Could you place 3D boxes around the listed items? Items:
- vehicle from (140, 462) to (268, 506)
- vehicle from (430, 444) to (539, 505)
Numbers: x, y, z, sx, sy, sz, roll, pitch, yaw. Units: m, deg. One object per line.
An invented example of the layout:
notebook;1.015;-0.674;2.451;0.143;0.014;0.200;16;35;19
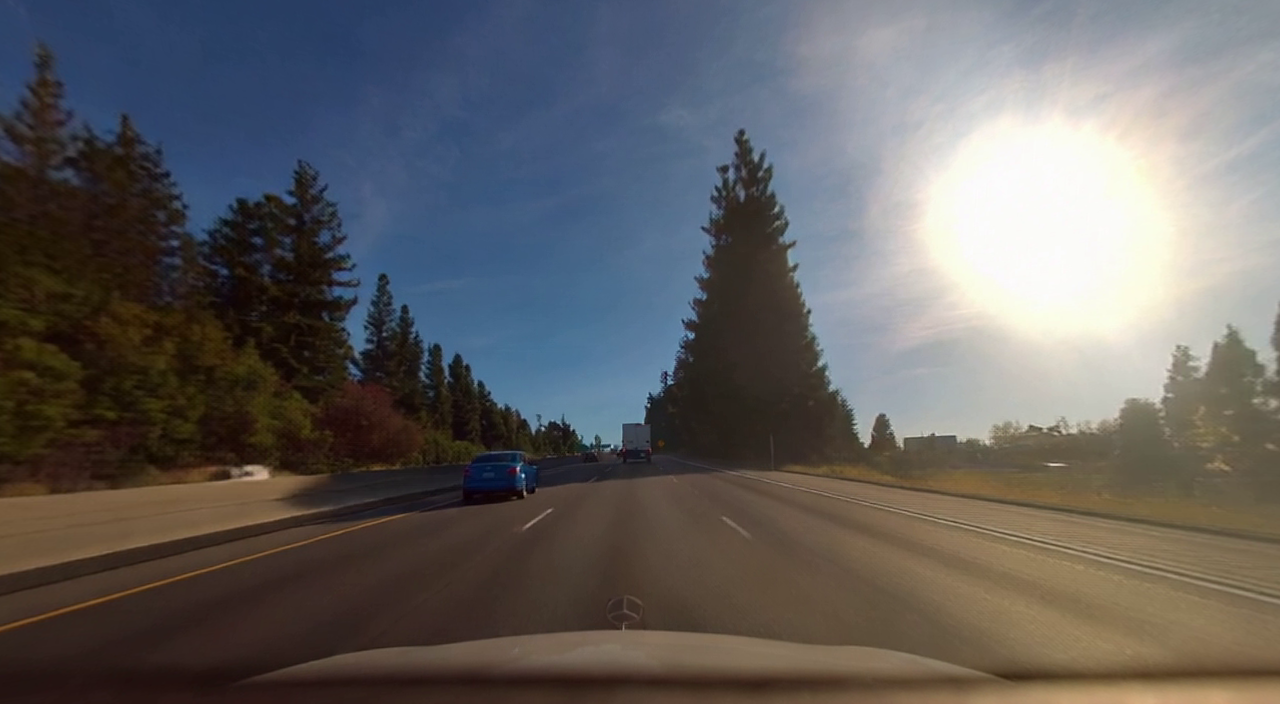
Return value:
vehicle;-18.410;5.551;26.931;2.075;1.578;4.615;0;-9;2
vehicle;-4.267;3.414;18.095;1.916;1.506;4.476;0;-9;1
